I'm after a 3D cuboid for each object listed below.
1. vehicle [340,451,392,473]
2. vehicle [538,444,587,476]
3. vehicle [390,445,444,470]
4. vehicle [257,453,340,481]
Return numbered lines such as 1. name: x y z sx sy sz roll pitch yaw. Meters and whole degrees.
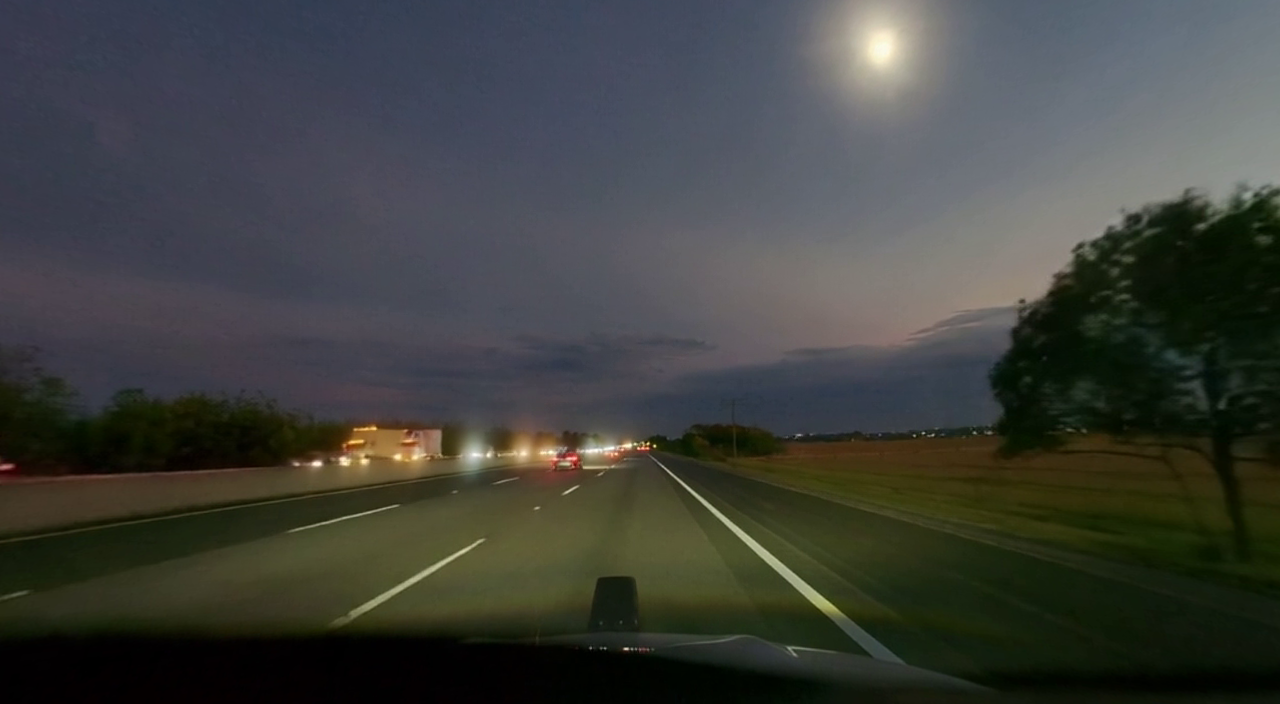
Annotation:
1. vehicle: -19.305 7.763 44.644 1.843 1.437 4.194 0 -9 0
2. vehicle: -3.931 5.528 32.541 1.954 1.541 4.079 0 -9 1
3. vehicle: -15.729 7.481 44.816 2.100 1.678 4.963 0 -9 -1
4. vehicle: -19.296 6.508 35.923 1.947 1.459 4.851 0 -9 1
